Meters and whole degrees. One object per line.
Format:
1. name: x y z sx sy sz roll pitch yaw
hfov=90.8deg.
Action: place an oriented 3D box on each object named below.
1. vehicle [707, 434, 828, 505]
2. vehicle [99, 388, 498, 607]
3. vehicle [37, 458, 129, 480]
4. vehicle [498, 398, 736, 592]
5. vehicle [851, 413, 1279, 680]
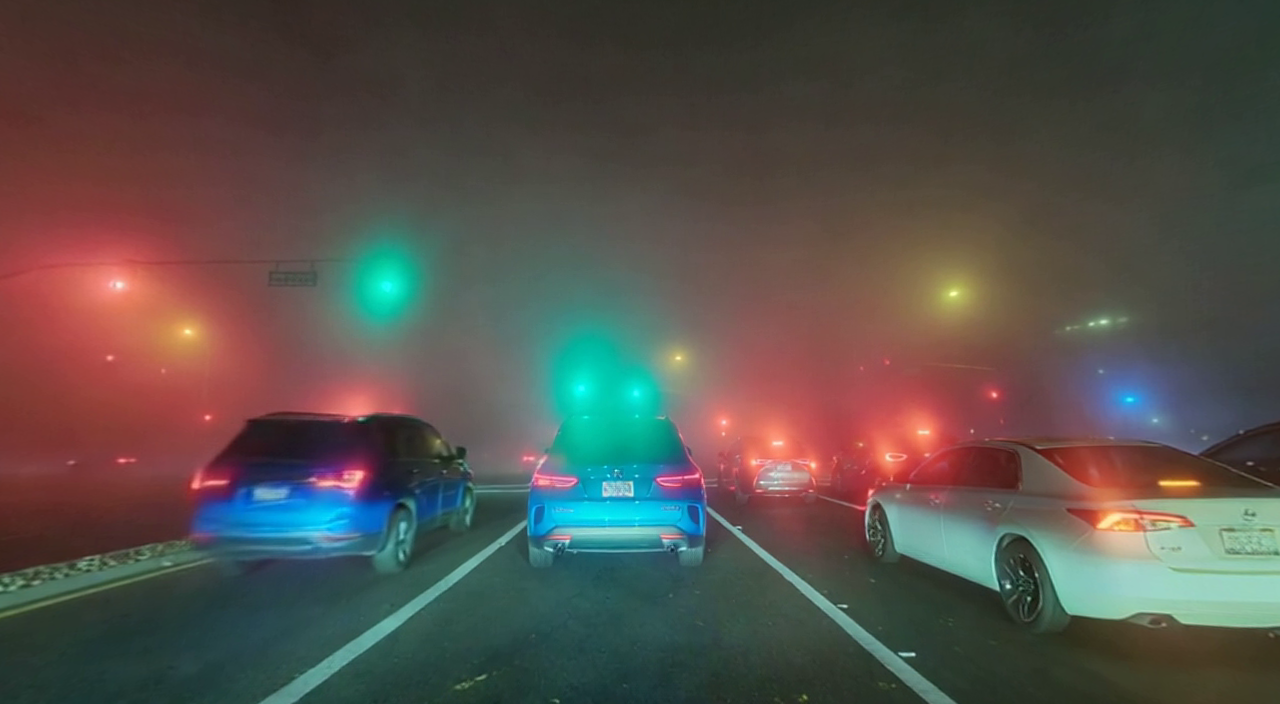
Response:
1. vehicle: 2.990 2.856 15.775 1.950 1.506 4.086 0 -8 -3
2. vehicle: -3.380 1.563 7.773 2.186 1.794 4.972 0 -8 -1
3. vehicle: -37.998 7.981 43.150 4.468 1.430 1.770 0 -8 -2
4. vehicle: -0.268 1.550 7.627 2.101 1.707 3.904 0 -8 -2
5. vehicle: 3.628 1.396 5.708 1.861 1.478 4.185 0 -8 -2
